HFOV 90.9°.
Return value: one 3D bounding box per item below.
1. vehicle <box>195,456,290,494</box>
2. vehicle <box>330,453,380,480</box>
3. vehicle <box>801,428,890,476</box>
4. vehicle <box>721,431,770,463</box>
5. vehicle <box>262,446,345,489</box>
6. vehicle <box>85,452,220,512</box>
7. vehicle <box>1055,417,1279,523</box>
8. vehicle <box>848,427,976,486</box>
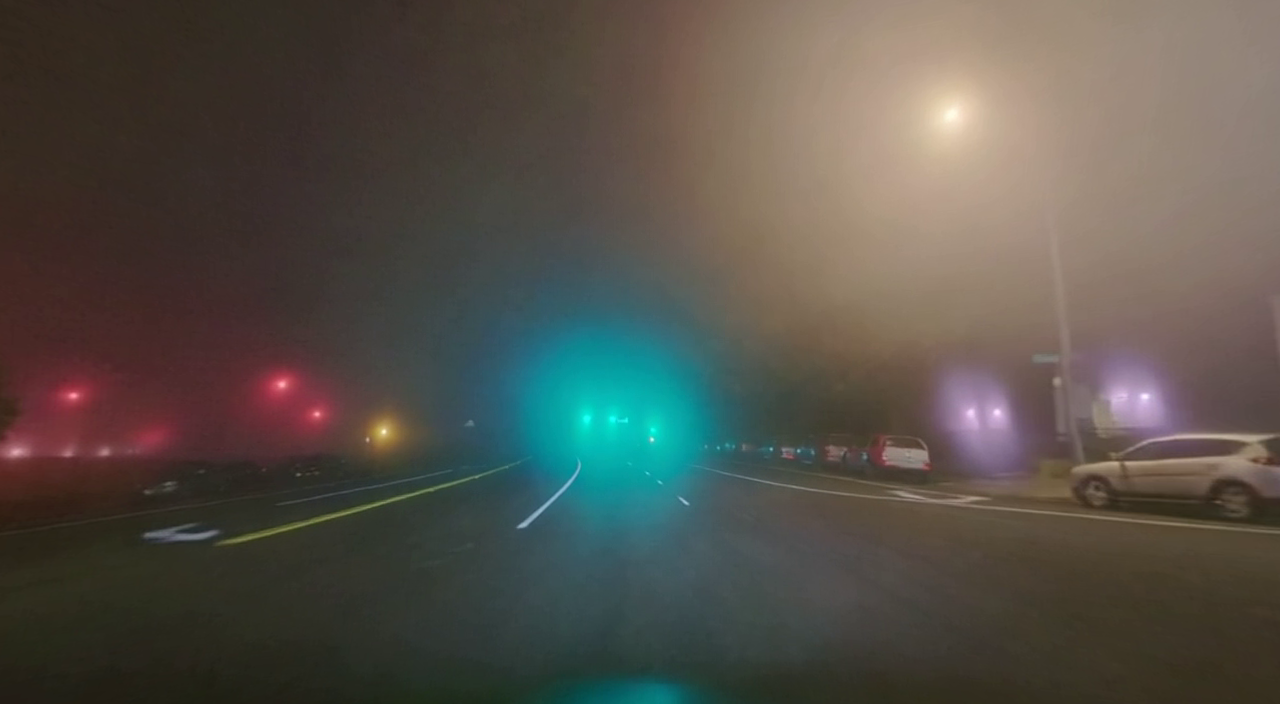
[{"bbox_3d":[-18.447,5.708,29.510,1.782,1.462,4.438,-1,-8,-3],"label":"vehicle"},{"bbox_3d":[-19.583,7.833,43.465,1.778,1.433,4.305,-1,-6,-5],"label":"vehicle"},{"bbox_3d":[8.881,4.366,27.724,1.991,1.905,4.733,0,-9,-5],"label":"vehicle"},{"bbox_3d":[7.453,6.817,45.121,1.970,2.104,5.290,1,-9,-7],"label":"vehicle"},{"bbox_3d":[-18.938,6.451,35.791,2.111,1.908,5.586,-1,-6,-5],"label":"vehicle"},{"bbox_3d":[-17.975,4.749,23.546,1.916,1.657,4.366,-2,-5,-6],"label":"vehicle"},{"bbox_3d":[10.331,2.073,11.410,1.919,1.627,4.196,3,-9,-23],"label":"vehicle"},{"bbox_3d":[9.156,3.565,21.776,2.039,1.752,4.876,0,-9,-3],"label":"vehicle"}]
